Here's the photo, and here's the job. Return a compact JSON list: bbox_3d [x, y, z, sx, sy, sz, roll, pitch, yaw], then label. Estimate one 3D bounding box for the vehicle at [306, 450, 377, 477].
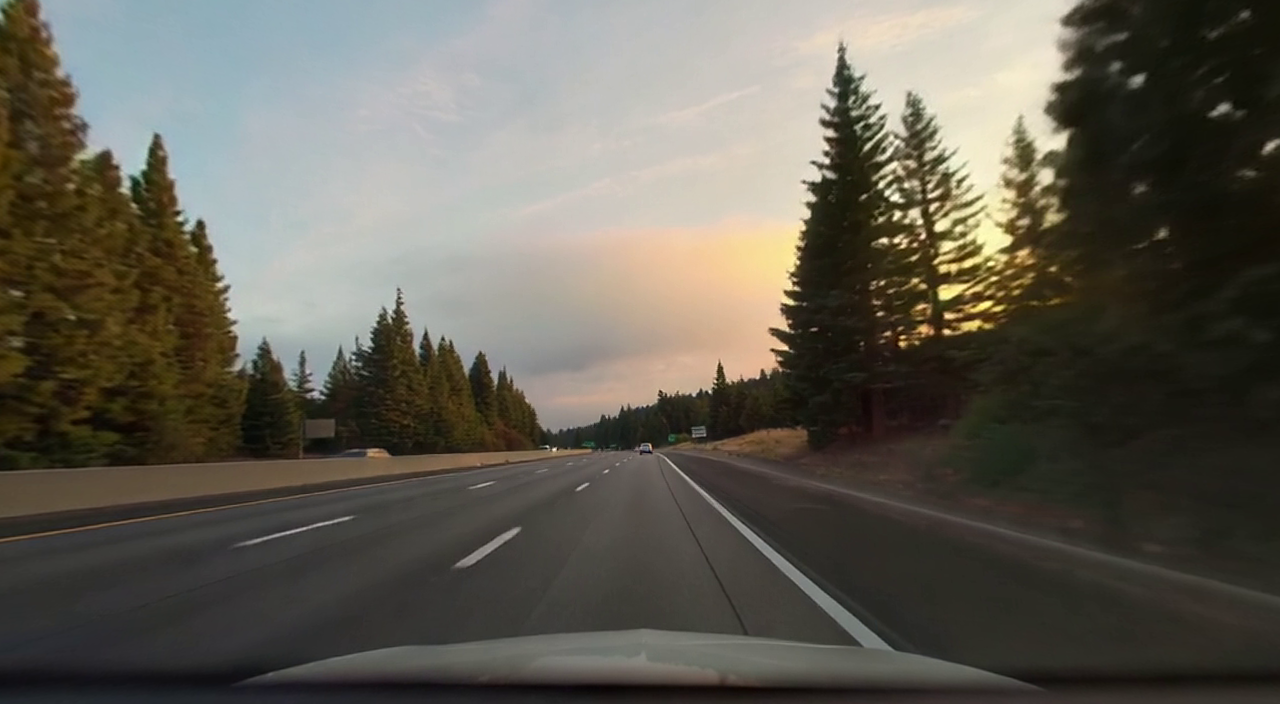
[{"bbox_3d":[-17.333,6.484,36.905,1.797,1.455,4.751,0,-8,1],"label":"vehicle"}]
